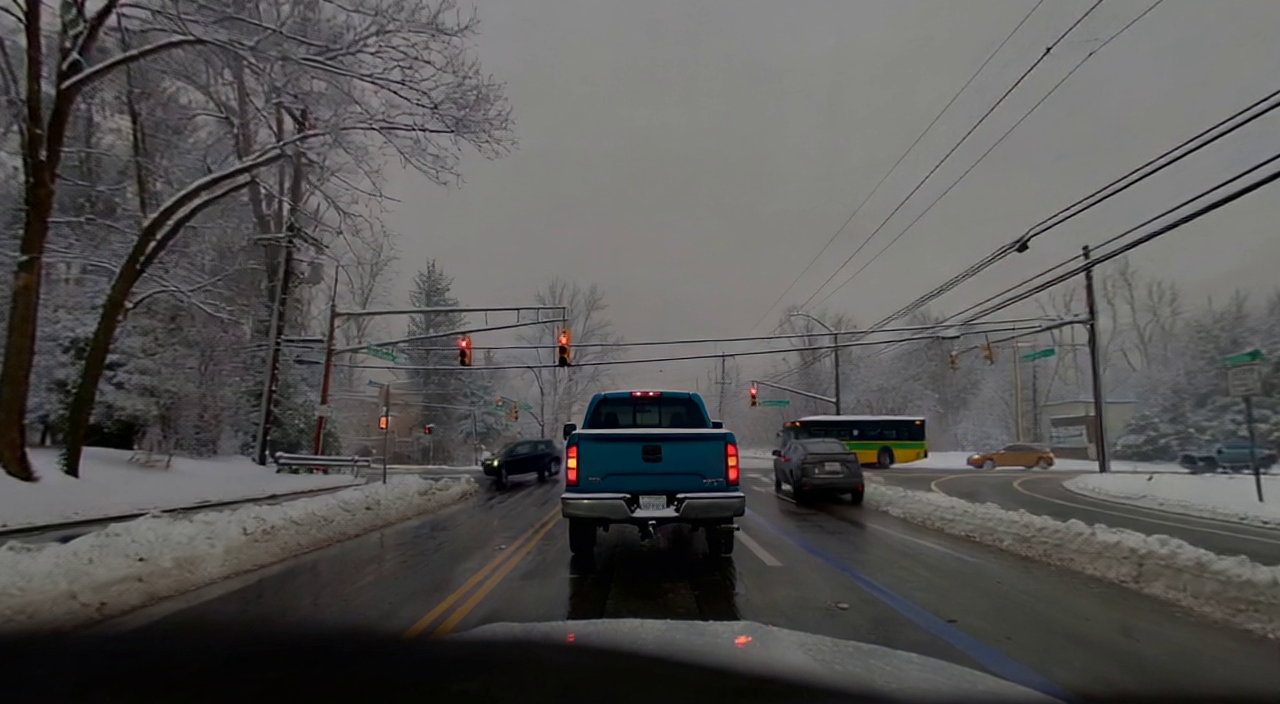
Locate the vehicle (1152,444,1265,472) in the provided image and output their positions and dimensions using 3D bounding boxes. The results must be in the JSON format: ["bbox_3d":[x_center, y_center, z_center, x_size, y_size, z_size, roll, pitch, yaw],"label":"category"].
[{"bbox_3d":[36.896,6.882,41.079,5.426,1.728,1.999,0,-8,-2],"label":"vehicle"}]

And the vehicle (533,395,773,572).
[{"bbox_3d":[0.096,1.883,9.963,2.707,1.964,5.485,0,-8,-1],"label":"vehicle"}]

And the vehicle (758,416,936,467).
[{"bbox_3d":[13.516,5.991,42.060,10.726,3.128,3.003,-1,-8,2],"label":"vehicle"}]

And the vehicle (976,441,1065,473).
[{"bbox_3d":[26.786,7.421,44.592,5.077,2.008,1.991,2,-9,-3],"label":"vehicle"}]
